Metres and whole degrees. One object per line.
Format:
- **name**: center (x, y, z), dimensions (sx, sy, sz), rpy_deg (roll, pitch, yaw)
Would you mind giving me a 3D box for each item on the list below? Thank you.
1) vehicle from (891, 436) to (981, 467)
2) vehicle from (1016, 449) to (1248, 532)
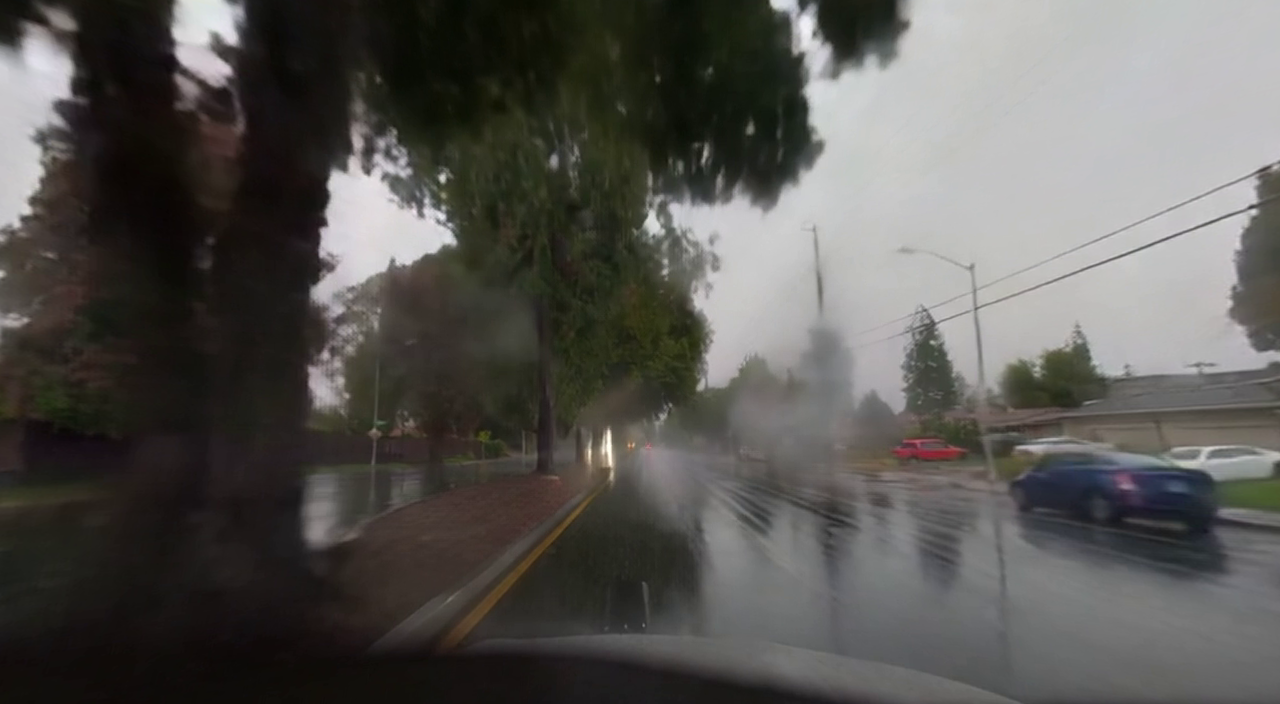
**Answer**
- **vehicle**: center (19.151, 6.448, 40.899), dimensions (4.655, 1.921, 2.231), rpy_deg (0, -8, -1)
- **vehicle**: center (11.478, 3.203, 15.296), dimensions (1.929, 1.489, 4.777), rpy_deg (4, -8, 2)
